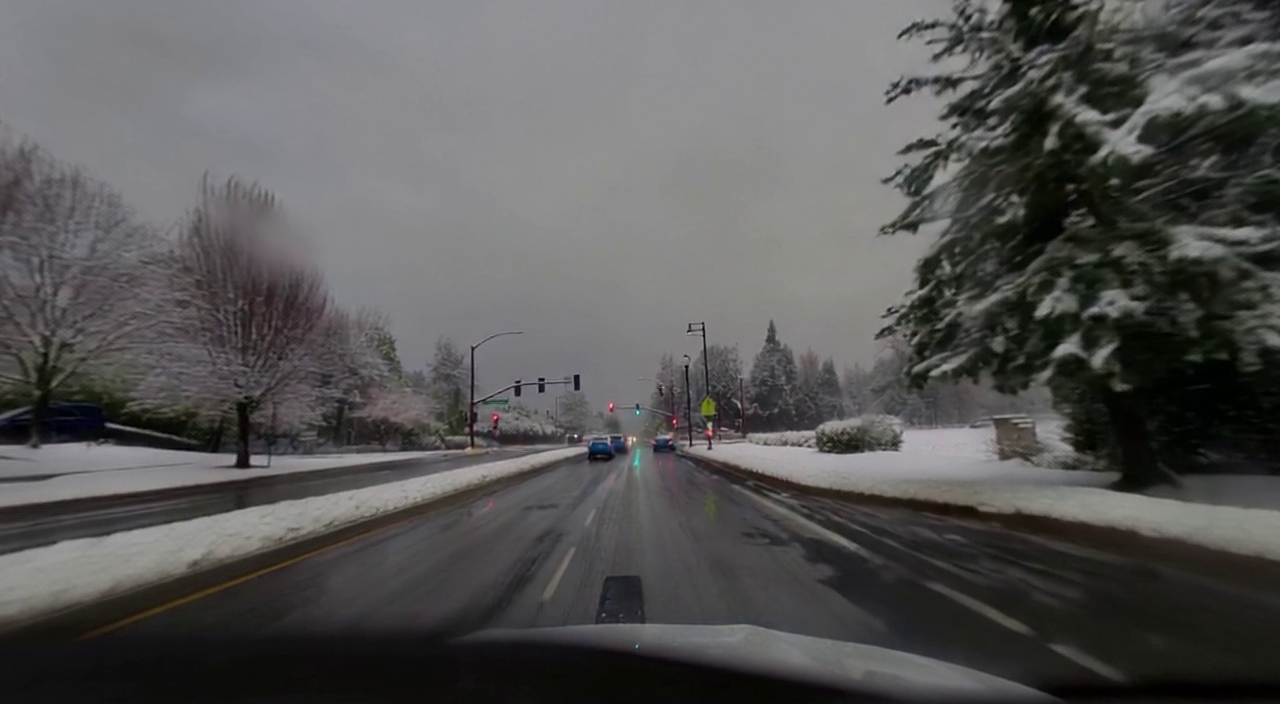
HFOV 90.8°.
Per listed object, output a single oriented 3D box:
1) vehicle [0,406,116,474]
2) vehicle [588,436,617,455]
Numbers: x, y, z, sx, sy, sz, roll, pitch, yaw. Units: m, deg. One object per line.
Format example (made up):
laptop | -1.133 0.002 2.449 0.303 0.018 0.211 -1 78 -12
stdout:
vehicle | -33.490 4.842 35.074 9.036 3.379 2.893 -3 -8 25
vehicle | -2.923 7.395 49.901 1.979 1.492 3.930 0 -9 1
